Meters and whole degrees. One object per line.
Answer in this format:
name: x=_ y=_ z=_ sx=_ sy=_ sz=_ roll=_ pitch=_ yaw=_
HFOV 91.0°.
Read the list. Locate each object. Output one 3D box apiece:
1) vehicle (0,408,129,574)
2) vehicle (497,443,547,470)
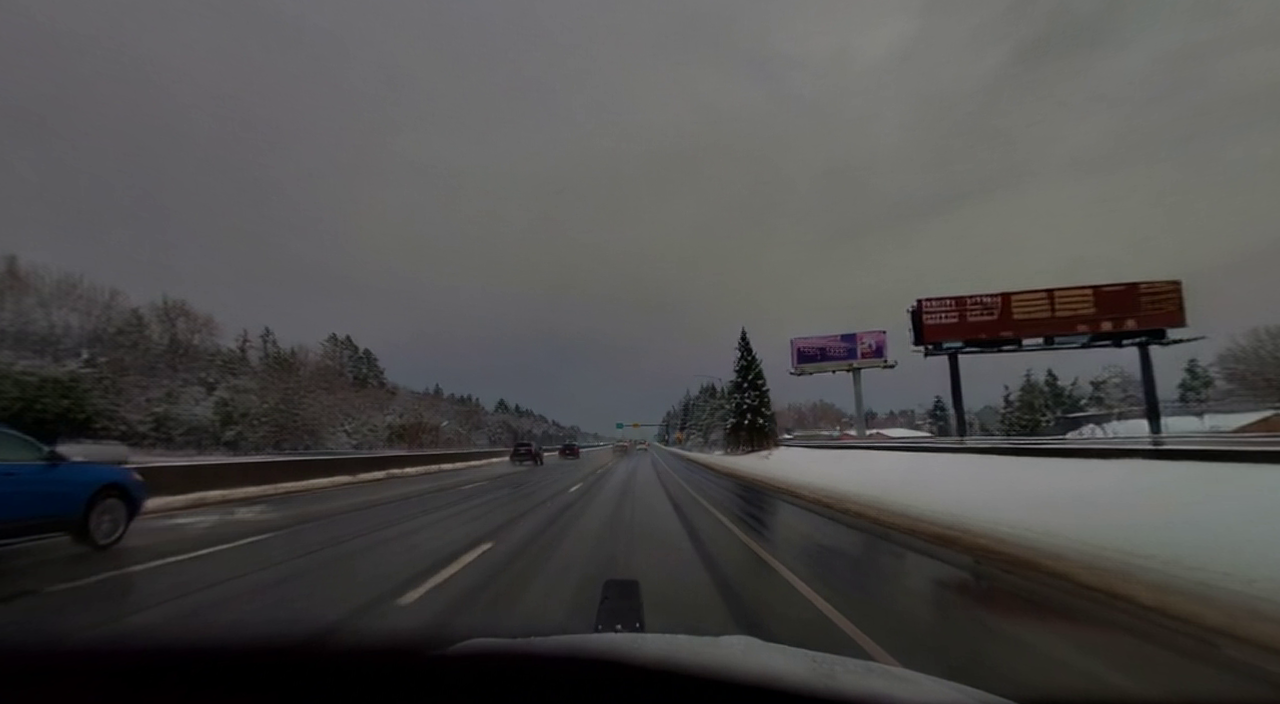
vehicle: x=-7.585 y=1.283 z=5.552 sx=2.055 sy=1.683 sz=4.804 roll=0 pitch=-9 yaw=0
vehicle: x=-7.013 y=6.262 z=37.944 sx=2.008 sy=1.520 sz=4.731 roll=0 pitch=-9 yaw=1
